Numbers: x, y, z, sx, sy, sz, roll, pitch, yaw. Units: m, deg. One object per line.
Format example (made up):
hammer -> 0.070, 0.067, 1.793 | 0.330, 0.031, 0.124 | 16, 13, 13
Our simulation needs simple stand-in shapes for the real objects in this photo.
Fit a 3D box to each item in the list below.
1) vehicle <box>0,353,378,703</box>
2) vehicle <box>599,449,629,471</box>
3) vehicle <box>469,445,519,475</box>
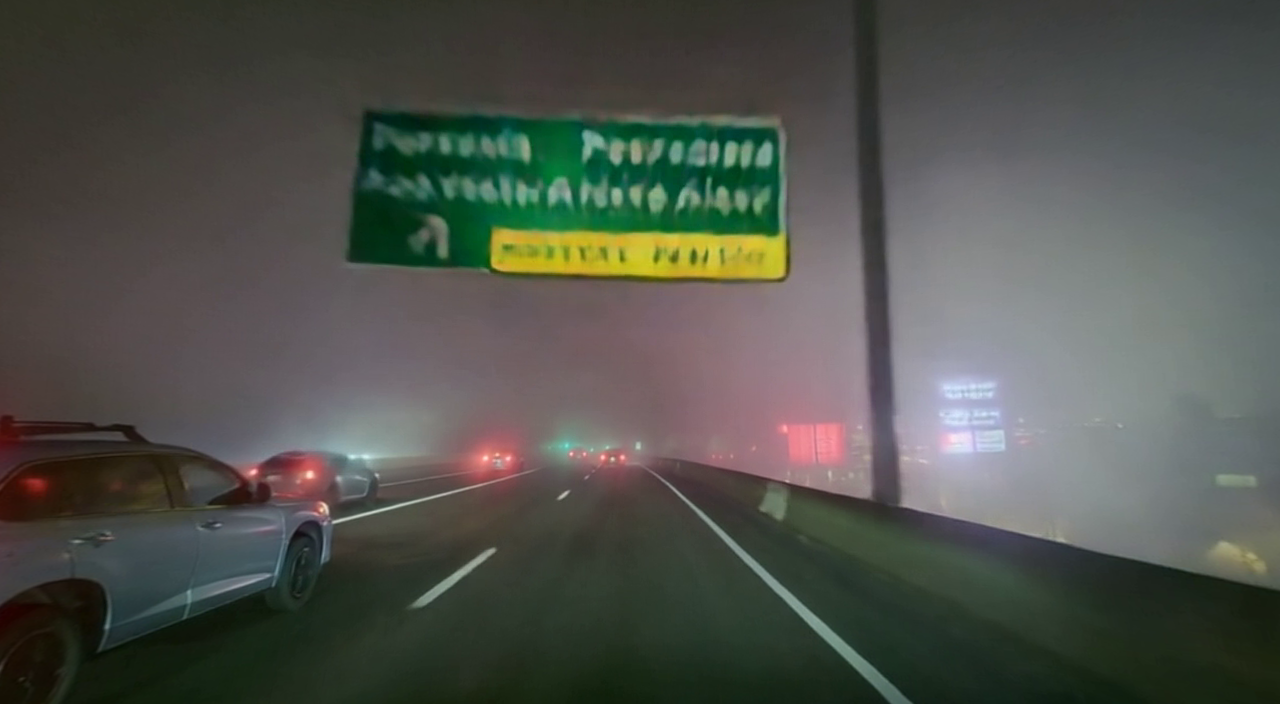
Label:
vehicle -> -3.568, 1.061, 3.737 | 2.036, 1.717, 4.592 | 0, -9, 0
vehicle -> -1.931, 7.874, 46.115 | 2.110, 1.501, 4.319 | 0, -9, -3
vehicle -> -8.827, 6.544, 38.518 | 2.065, 1.689, 4.399 | 0, -9, -1
